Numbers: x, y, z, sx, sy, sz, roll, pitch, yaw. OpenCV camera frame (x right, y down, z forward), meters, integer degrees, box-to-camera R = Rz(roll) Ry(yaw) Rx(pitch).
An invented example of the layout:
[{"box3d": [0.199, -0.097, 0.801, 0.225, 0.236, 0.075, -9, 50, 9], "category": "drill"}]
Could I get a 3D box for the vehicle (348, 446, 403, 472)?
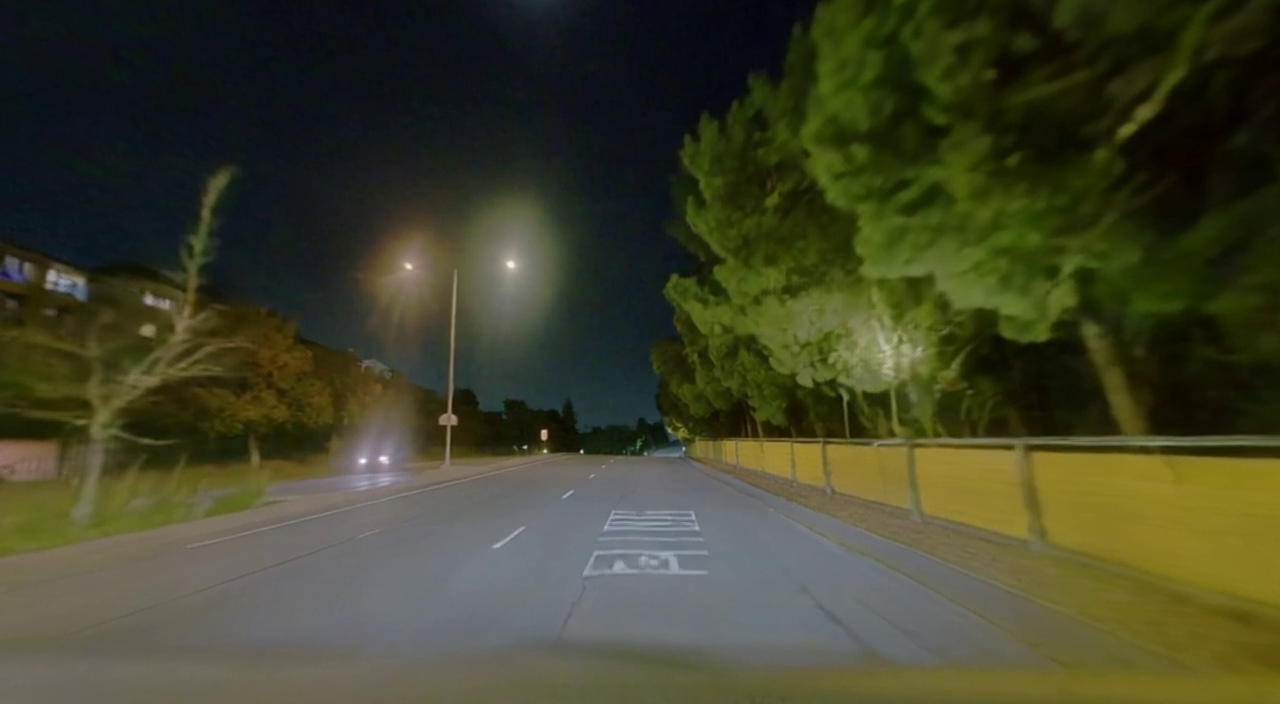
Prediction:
[{"box3d": [-17.114, 6.906, 41.017, 1.980, 1.575, 3.822, 0, -9, -1], "category": "vehicle"}]
